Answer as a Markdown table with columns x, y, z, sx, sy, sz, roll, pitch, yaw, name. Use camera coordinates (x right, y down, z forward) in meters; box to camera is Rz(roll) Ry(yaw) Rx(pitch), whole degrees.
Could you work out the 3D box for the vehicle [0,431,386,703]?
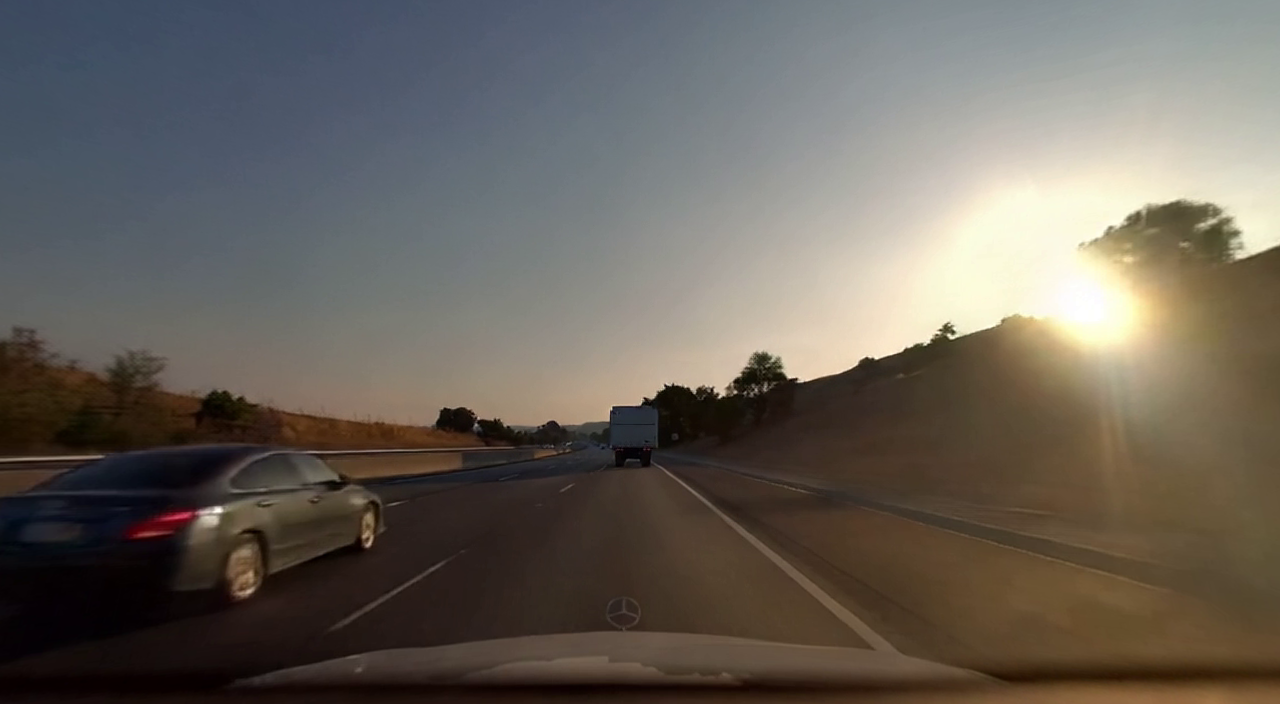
| x | y | z | sx | sy | sz | roll | pitch | yaw | name |
| --- | --- | --- | --- | --- | --- | --- | --- | --- | --- |
| -4.242 | 1.500 | 5.493 | 1.892 | 1.471 | 5.047 | -1 | -9 | 1 | vehicle |
